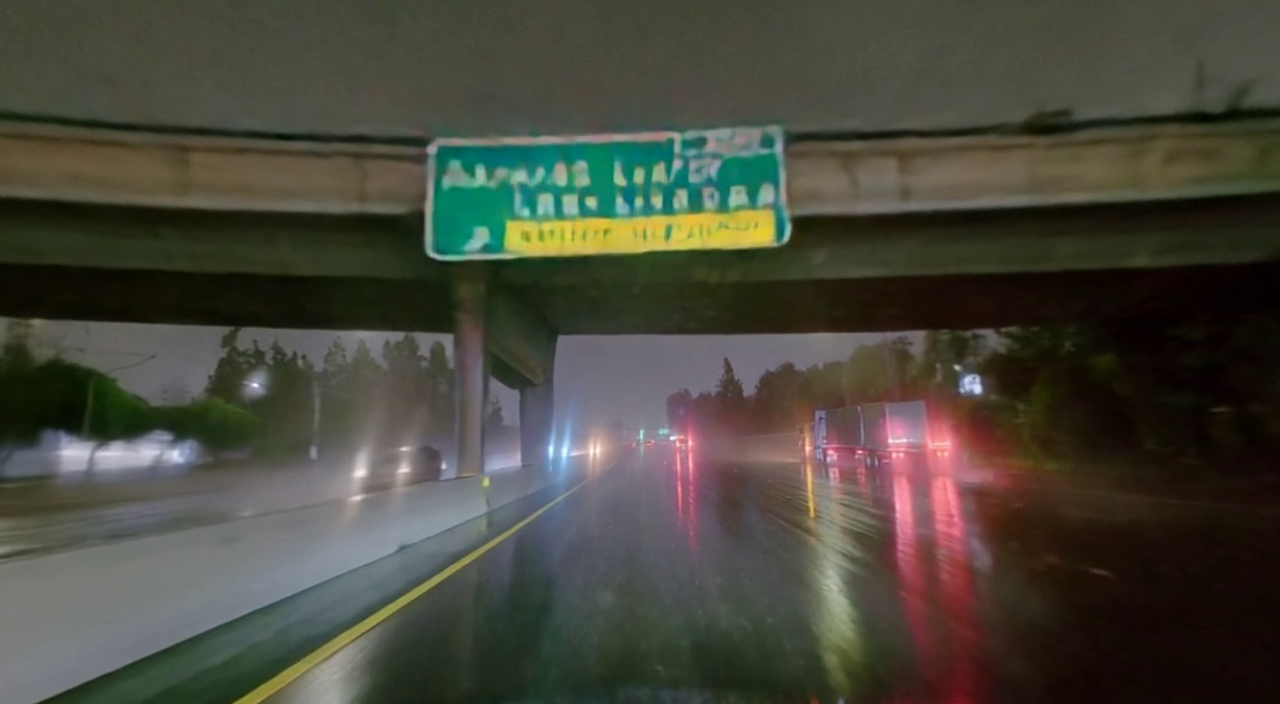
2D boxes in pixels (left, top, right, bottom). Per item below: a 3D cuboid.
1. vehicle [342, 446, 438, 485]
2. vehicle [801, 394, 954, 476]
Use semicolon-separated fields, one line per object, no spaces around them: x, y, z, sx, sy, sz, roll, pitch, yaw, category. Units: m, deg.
-10.125;4.601;25.965;2.081;1.470;4.466;0;-8;1;vehicle
10.853;4.096;30.594;2.960;3.207;10.950;0;-8;-1;vehicle
